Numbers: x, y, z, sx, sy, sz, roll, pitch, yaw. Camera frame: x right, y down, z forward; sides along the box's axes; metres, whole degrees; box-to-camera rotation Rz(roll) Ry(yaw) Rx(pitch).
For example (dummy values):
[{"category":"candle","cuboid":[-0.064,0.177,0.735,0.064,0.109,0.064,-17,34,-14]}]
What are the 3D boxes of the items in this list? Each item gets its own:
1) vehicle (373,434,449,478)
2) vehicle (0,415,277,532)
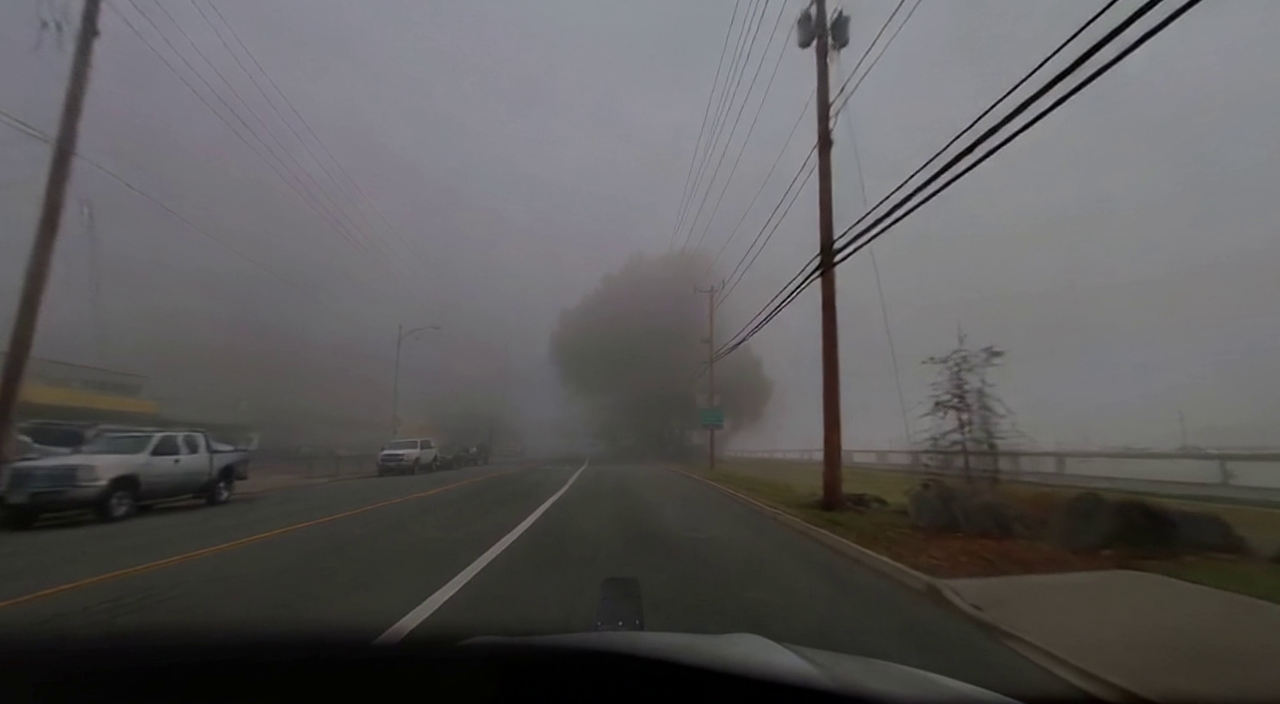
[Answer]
[{"category":"vehicle","cuboid":[-10.570,4.839,29.614,2.016,1.872,5.297,1,-9,-6]},{"category":"vehicle","cuboid":[-9.666,2.296,12.555,1.983,1.799,5.276,1,-9,-3]}]
